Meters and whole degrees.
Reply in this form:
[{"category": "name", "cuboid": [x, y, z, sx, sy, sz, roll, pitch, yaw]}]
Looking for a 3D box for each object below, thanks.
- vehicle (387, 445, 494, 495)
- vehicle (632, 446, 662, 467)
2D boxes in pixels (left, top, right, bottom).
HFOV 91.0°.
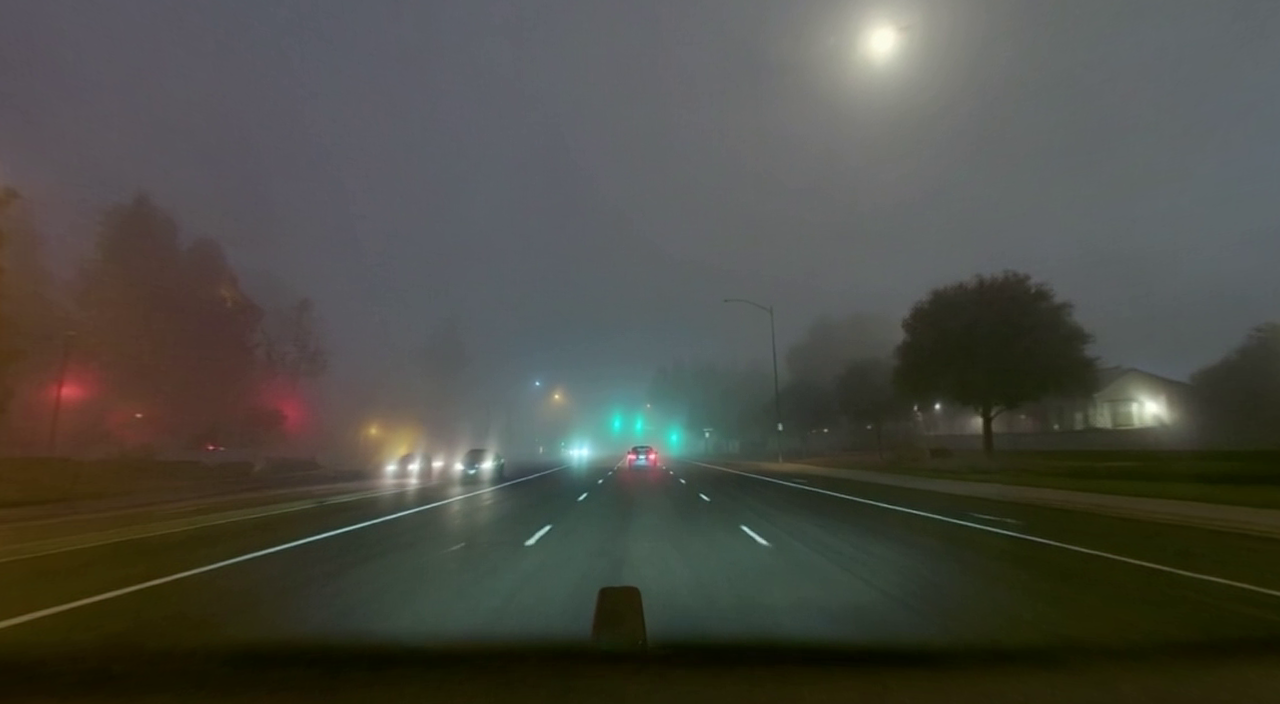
[{"category": "vehicle", "cuboid": [-6.483, 3.875, 21.047, 2.014, 1.472, 4.357, 0, -9, 2]}, {"category": "vehicle", "cuboid": [0.511, 7.666, 46.356, 2.106, 1.517, 4.375, 0, -9, 0]}]
